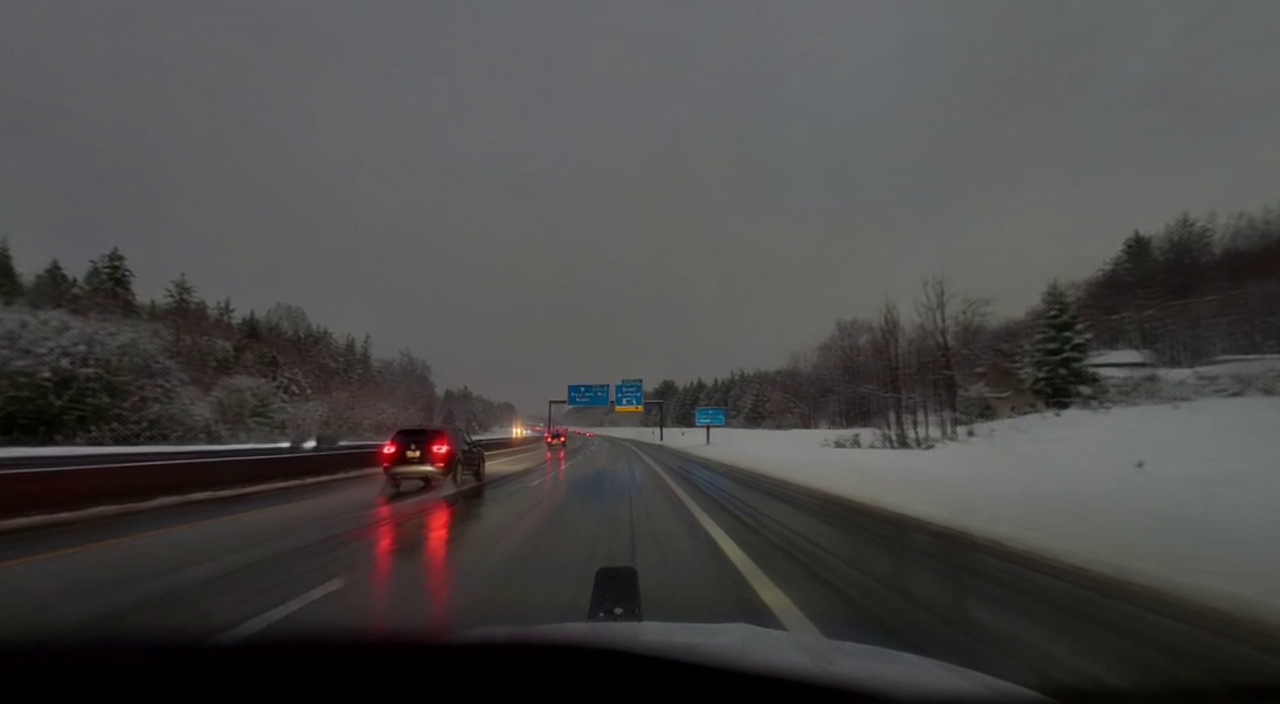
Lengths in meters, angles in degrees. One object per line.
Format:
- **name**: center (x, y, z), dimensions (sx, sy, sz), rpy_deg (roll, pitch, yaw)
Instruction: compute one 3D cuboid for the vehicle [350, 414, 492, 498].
- **vehicle**: center (-5.072, 2.450, 15.251), dimensions (2.007, 1.727, 4.040), rpy_deg (0, -8, -1)
